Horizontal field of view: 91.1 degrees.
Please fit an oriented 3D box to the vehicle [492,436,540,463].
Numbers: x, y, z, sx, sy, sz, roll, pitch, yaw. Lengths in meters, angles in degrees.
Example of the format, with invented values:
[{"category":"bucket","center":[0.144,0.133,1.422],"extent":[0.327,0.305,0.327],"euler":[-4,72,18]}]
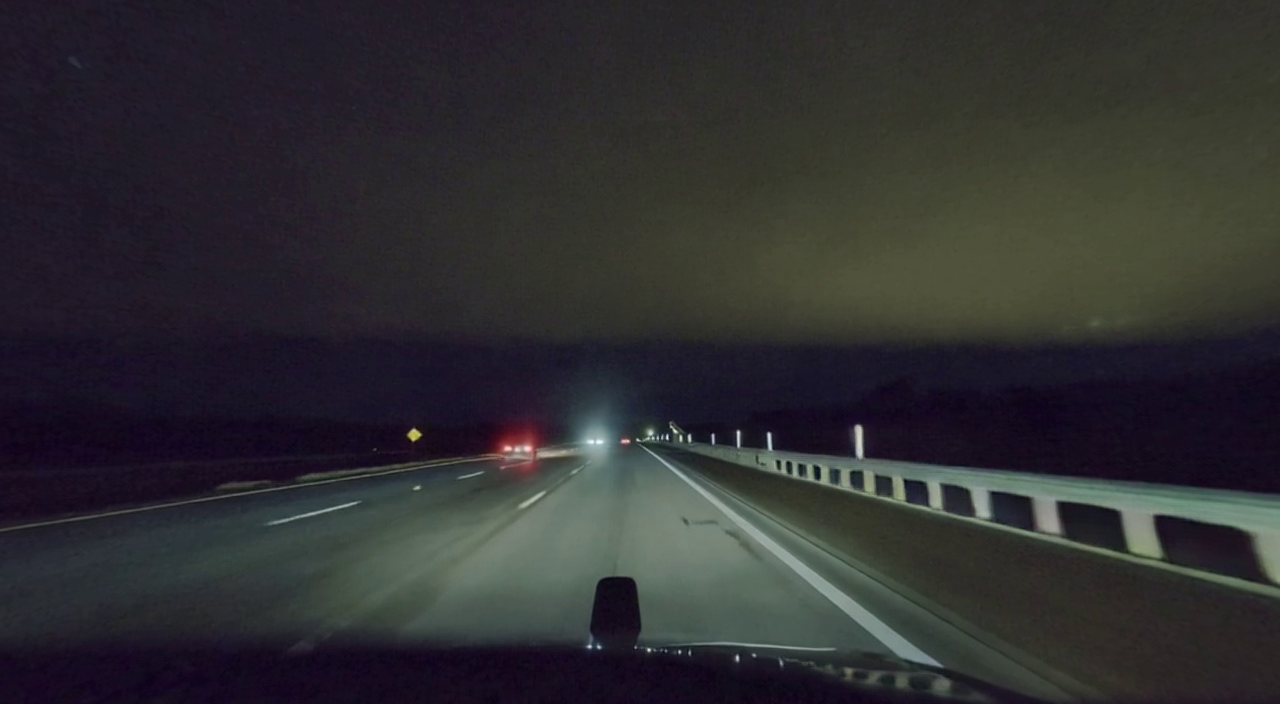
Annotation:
[{"category":"vehicle","center":[-7.071,5.591,36.264],"extent":[1.989,1.473,4.345],"euler":[0,-8,-1]}]
